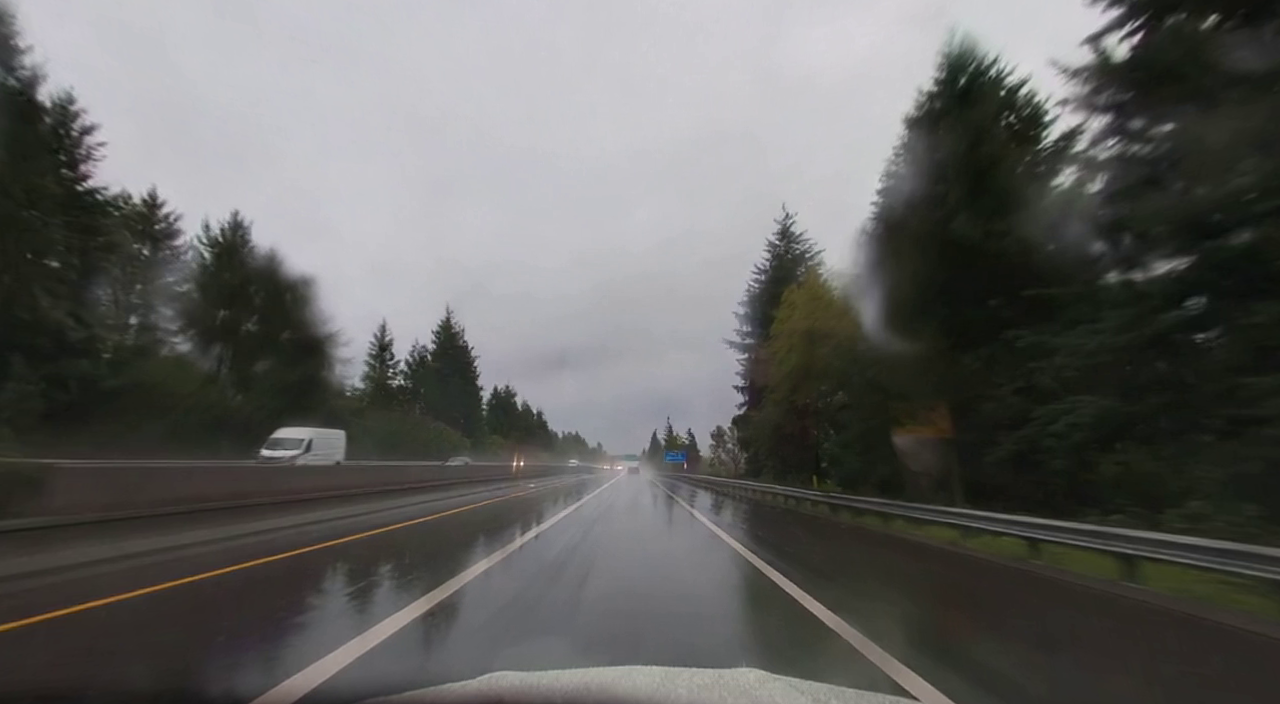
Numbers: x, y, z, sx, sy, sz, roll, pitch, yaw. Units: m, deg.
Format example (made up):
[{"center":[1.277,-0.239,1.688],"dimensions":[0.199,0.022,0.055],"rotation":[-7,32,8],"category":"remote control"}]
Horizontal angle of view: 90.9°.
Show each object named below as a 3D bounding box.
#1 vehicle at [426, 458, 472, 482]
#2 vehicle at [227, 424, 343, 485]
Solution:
[{"center":[-12.518,7.790,41.558],"dimensions":[1.830,1.454,3.815],"rotation":[1,-10,0],"category":"vehicle"},{"center":[-17.306,5.136,31.249],"dimensions":[2.188,2.646,5.914],"rotation":[1,-10,0],"category":"vehicle"}]
